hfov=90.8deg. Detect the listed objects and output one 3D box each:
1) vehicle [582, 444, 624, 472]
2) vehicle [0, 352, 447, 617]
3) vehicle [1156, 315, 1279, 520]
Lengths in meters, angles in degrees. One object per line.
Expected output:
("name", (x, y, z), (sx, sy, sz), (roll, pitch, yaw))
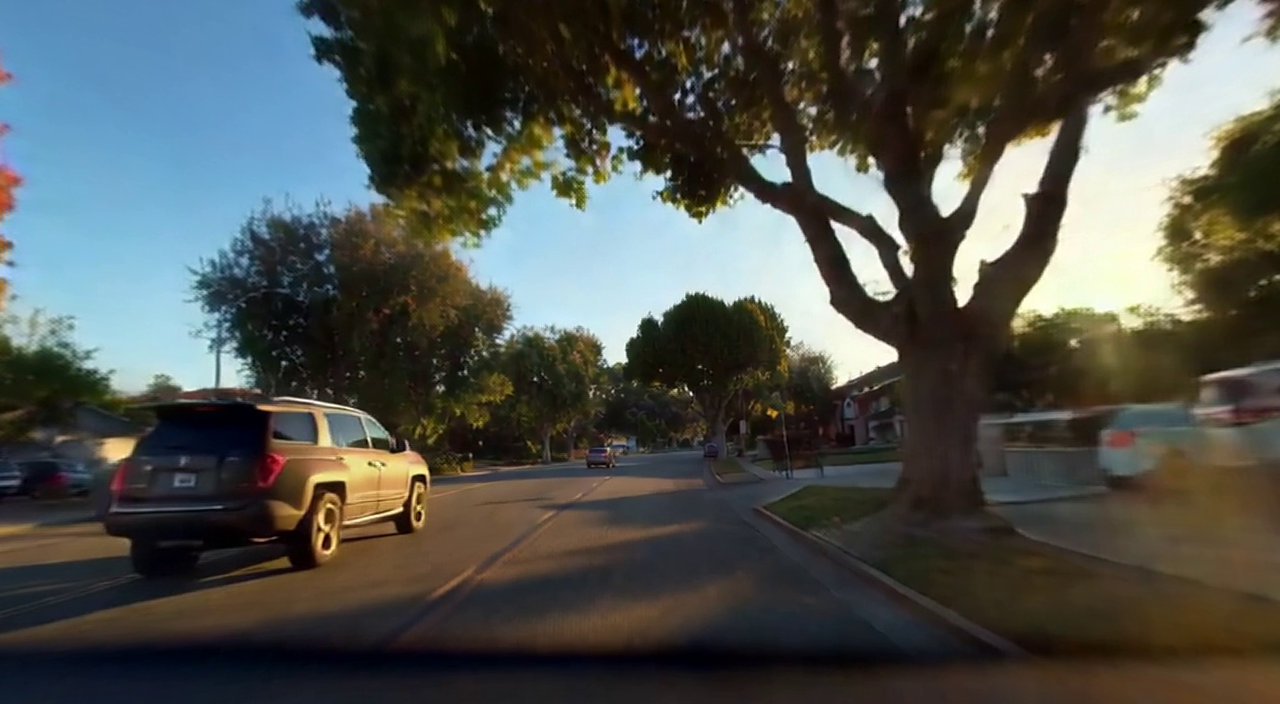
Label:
("vehicle", (-2.287, 6.670, 40.093), (2.001, 1.664, 4.174), (-1, -9, 6))
("vehicle", (-4.171, 1.417, 7.614), (2.085, 2.084, 5.133), (0, -9, 0))
("vehicle", (8.801, 0.611, 6.005), (5.492, 1.923, 2.103), (-3, -9, 22))
